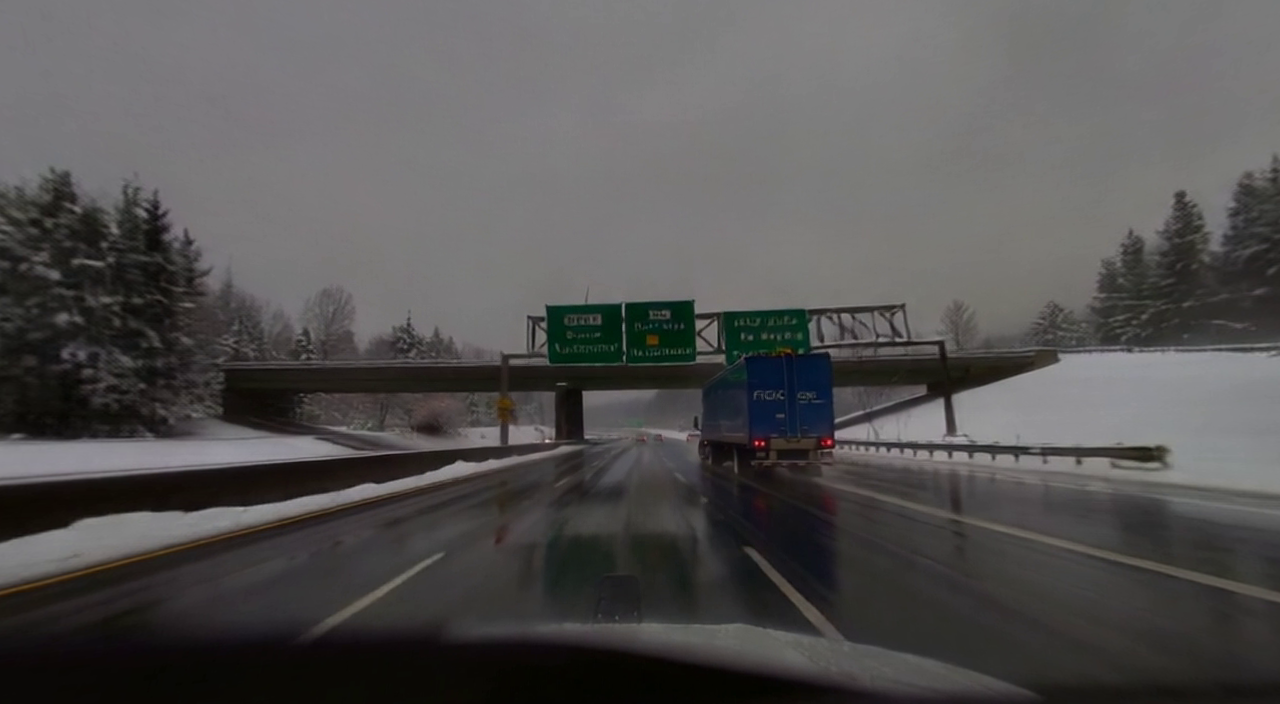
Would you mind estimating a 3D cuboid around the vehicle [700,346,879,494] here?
[{"bbox_3d":[3.956,2.286,20.053,2.849,3.391,11.018,0,-8,-1],"label":"vehicle"}]
